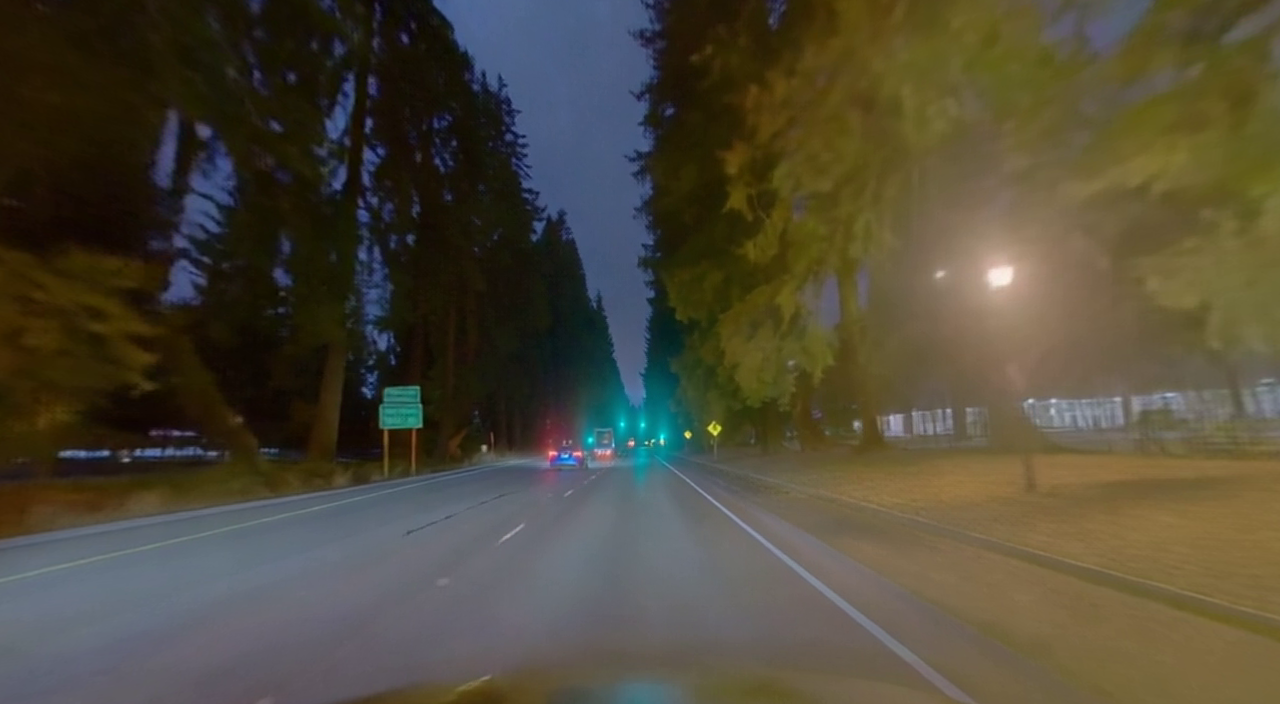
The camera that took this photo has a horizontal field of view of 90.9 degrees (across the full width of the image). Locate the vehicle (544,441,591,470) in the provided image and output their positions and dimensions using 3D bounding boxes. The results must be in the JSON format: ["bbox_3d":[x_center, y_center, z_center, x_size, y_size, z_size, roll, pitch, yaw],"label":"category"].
[{"bbox_3d":[-3.948,5.703,34.966,2.005,1.462,4.345,0,-8,1],"label":"vehicle"}]
